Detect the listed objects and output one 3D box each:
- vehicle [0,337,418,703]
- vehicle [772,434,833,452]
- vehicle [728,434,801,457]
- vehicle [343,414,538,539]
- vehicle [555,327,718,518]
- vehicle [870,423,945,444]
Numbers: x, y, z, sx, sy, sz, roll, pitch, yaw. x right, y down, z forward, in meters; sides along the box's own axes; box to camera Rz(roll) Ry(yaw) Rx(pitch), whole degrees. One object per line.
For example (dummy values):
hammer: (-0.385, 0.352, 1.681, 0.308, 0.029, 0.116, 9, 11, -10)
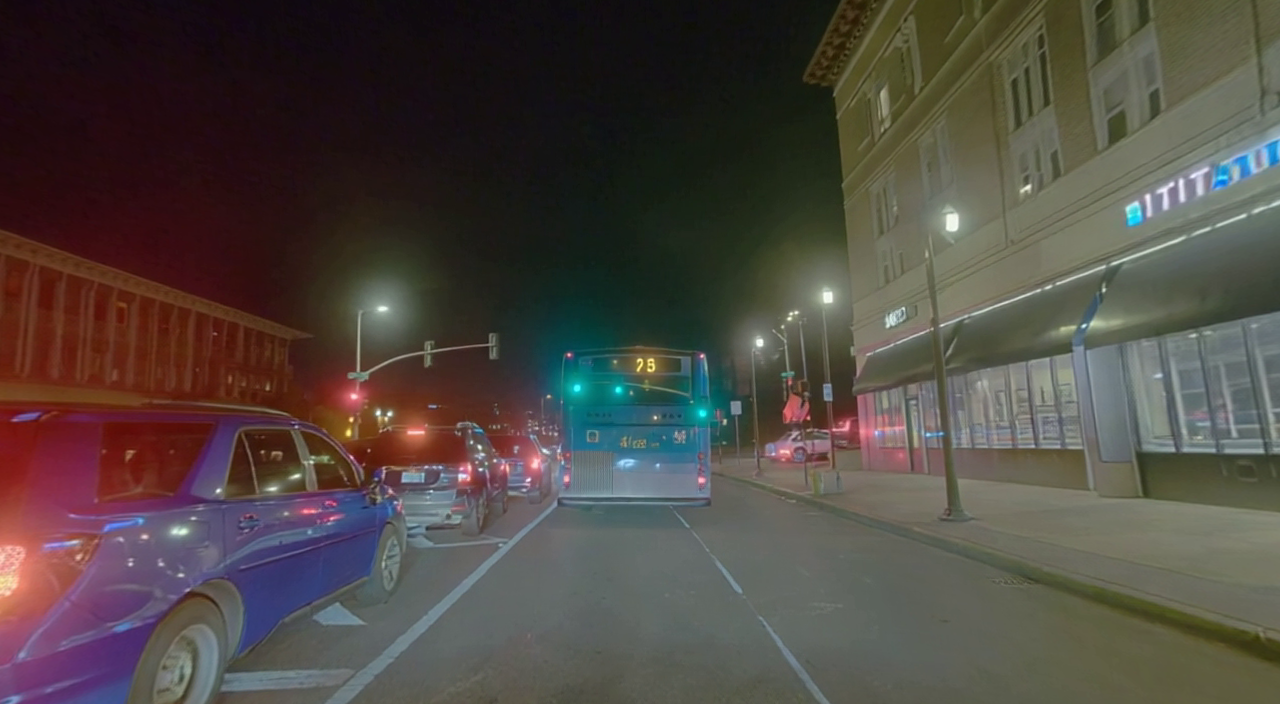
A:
vehicle: (-3.214, 1.091, 3.978, 2.020, 1.725, 4.384, 0, -8, 0)
vehicle: (11.954, 6.733, 46.669, 3.949, 1.337, 1.738, 1, -9, -4)
vehicle: (8.602, 6.476, 43.661, 4.774, 1.492, 1.802, -2, -9, 13)
vehicle: (-3.344, 2.198, 11.770, 2.096, 1.828, 4.669, 0, -8, 0)
vehicle: (-0.294, 1.991, 16.525, 2.938, 3.468, 9.972, 0, -9, -3)
vehicle: (19.958, 6.106, 47.202, 4.827, 1.555, 1.863, 1, -9, -6)
